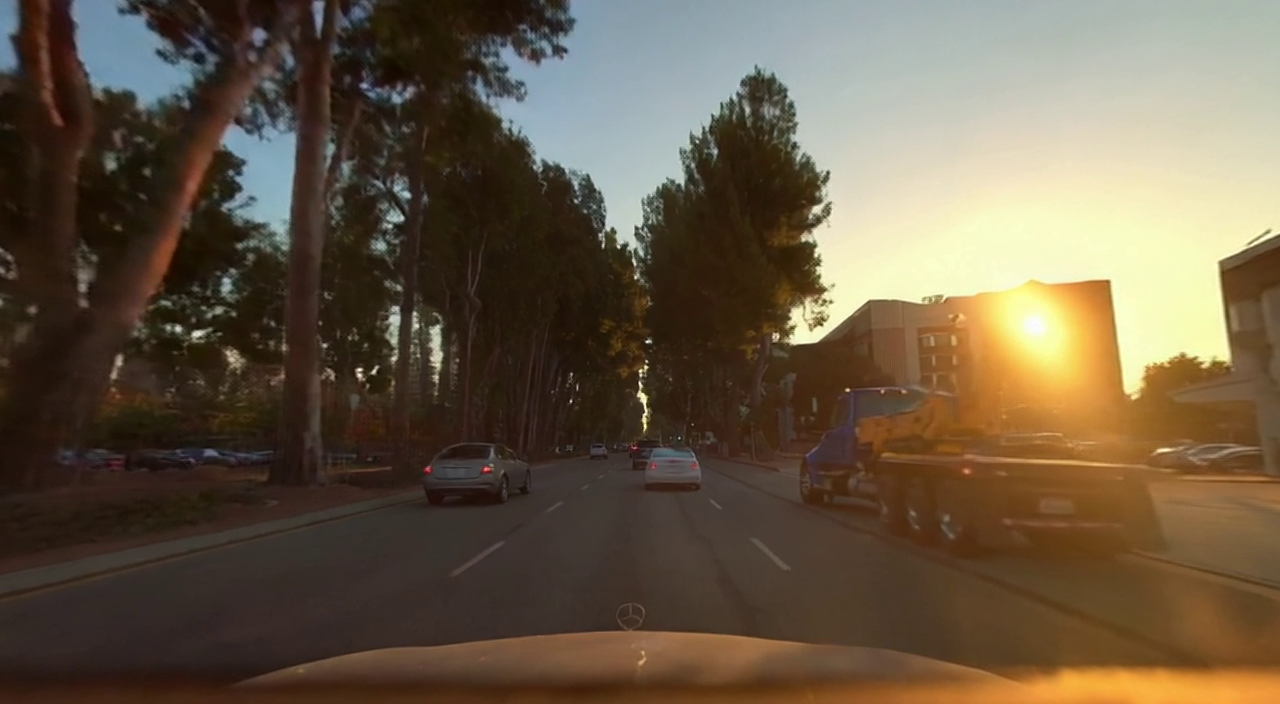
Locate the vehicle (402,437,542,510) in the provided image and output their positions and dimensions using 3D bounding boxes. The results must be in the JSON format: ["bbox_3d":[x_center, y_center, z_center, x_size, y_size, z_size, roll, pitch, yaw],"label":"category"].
[{"bbox_3d":[-3.885,2.901,15.576,2.003,1.507,4.808,0,-9,2],"label":"vehicle"}]

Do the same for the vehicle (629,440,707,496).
[{"bbox_3d":[0.844,3.428,18.967,2.086,1.466,4.026,0,-9,3],"label":"vehicle"}]

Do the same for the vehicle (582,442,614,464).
[{"bbox_3d":[-3.200,7.871,49.064,2.062,1.641,4.193,0,-9,2],"label":"vehicle"}]

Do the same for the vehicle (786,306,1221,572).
[{"bbox_3d":[5.453,1.671,12.201,3.089,3.258,8.841,0,-8,0],"label":"vehicle"}]
